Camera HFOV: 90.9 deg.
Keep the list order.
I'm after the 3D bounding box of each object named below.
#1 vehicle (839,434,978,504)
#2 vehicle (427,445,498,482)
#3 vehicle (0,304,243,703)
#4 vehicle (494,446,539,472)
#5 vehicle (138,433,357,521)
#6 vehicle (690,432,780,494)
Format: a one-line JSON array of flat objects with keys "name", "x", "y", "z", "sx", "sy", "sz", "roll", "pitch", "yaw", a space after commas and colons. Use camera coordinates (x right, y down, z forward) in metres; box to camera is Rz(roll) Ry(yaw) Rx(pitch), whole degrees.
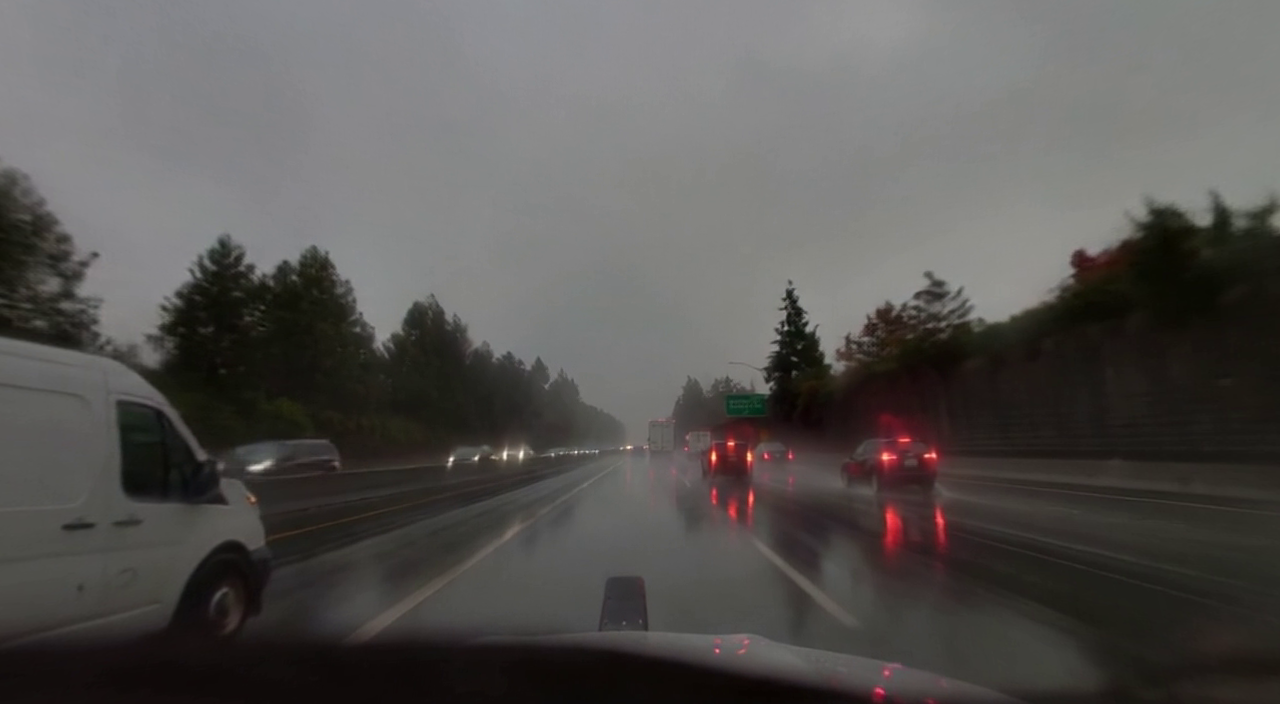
[{"name": "vehicle", "x": 7.326, "y": 3.210, "z": 17.767, "sx": 1.976, "sy": 1.703, "sz": 4.288, "roll": 0, "pitch": -8, "yaw": -1}, {"name": "vehicle", "x": -8.247, "y": 5.190, "z": 29.744, "sx": 1.959, "sy": 1.584, "sz": 4.421, "roll": 0, "pitch": -8, "yaw": 1}, {"name": "vehicle", "x": -3.837, "y": 0.594, "z": 1.554, "sx": 2.159, "sy": 1.922, "sz": 5.345, "roll": 0, "pitch": -8, "yaw": 1}, {"name": "vehicle", "x": -8.148, "y": 7.086, "z": 42.092, "sx": 2.081, "sy": 1.656, "sz": 4.378, "roll": 0, "pitch": -8, "yaw": 0}, {"name": "vehicle", "x": -8.562, "y": 2.730, "z": 14.399, "sx": 2.112, "sy": 1.672, "sz": 4.433, "roll": 0, "pitch": -8, "yaw": 0}, {"name": "vehicle", "x": 3.074, "y": 3.726, "z": 21.529, "sx": 2.209, "sy": 1.862, "sz": 4.717, "roll": 0, "pitch": -8, "yaw": -1}]
